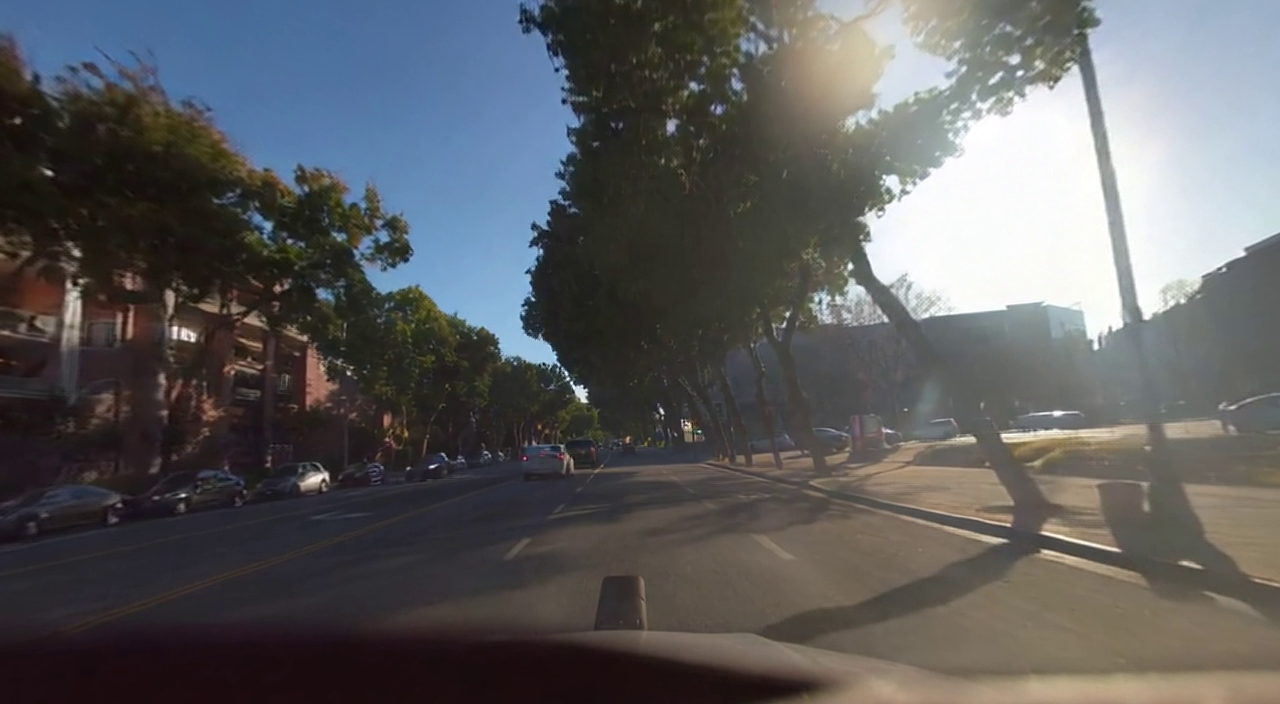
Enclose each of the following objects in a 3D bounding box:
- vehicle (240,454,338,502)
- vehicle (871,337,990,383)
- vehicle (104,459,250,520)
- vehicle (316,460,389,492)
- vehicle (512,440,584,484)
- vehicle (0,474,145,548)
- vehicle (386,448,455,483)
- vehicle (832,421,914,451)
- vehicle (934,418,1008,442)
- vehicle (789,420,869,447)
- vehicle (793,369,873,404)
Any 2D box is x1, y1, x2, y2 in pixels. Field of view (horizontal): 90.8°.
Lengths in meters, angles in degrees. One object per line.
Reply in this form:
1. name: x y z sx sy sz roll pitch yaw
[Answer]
1. vehicle: -16.416 5.854 29.832 2.079 1.847 4.592 -4 -8 -1
2. vehicle: 11.482 0.337 25.172 3.827 1.556 1.730 -1 -10 -1
3. vehicle: -16.310 4.806 22.628 1.897 1.805 4.538 0 -8 -3
4. vehicle: -16.173 6.980 35.828 2.021 1.438 4.616 -2 -8 0
5. vehicle: -3.272 3.966 23.181 2.051 1.454 4.132 0 -8 -1
6. vehicle: -15.996 4.139 16.932 1.871 1.485 4.573 0 -8 -2
7. vehicle: -10.640 5.486 30.973 1.884 1.518 4.380 0 -8 -1
8. vehicle: 12.240 4.427 33.292 3.527 1.496 1.836 0 -6 -4
9. vehicle: 24.958 5.891 47.657 4.439 1.688 2.101 0 -9 -10
10. vehicle: 12.328 5.382 41.541 4.619 1.626 2.121 -1 -9 3
11. vehicle: 11.053 2.005 36.282 3.826 1.601 1.807 -4 -7 -5
